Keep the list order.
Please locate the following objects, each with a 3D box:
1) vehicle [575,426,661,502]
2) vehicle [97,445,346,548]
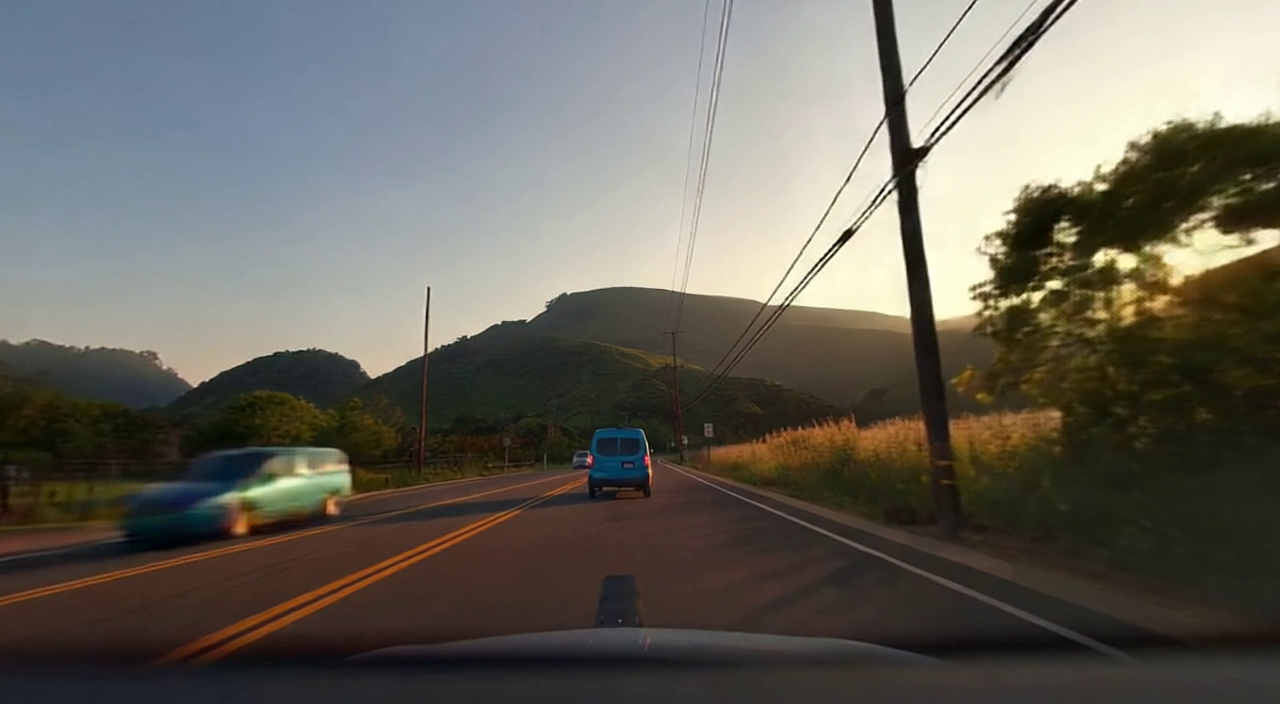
[{"bbox_3d":[-0.659,3.554,20.340,2.454,2.144,4.535,0,-9,-1],"label":"vehicle"},{"bbox_3d":[-9.300,3.166,14.727,2.089,1.946,4.979,-1,-9,5],"label":"vehicle"}]
